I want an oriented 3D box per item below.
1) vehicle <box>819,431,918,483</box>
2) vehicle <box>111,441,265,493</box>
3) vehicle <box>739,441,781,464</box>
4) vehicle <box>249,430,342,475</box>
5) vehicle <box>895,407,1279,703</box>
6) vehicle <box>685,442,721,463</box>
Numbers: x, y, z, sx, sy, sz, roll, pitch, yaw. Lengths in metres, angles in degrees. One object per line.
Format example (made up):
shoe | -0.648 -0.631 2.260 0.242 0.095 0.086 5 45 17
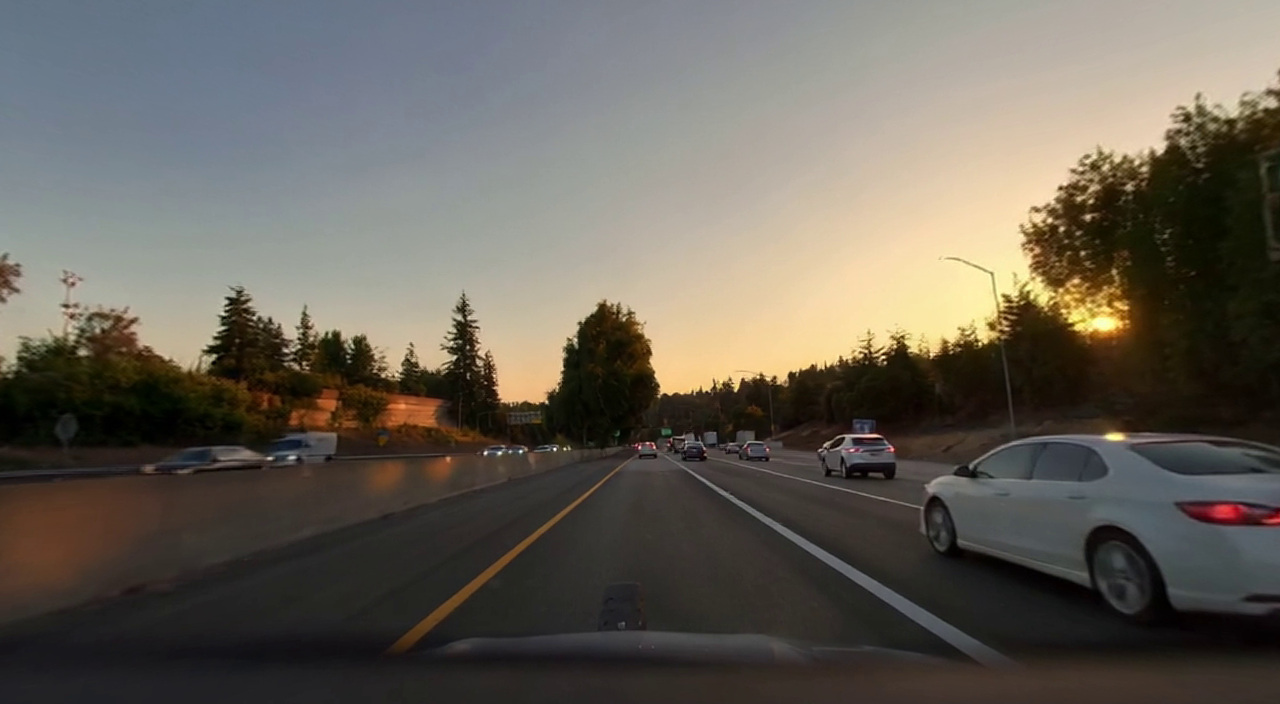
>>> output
vehicle | 8.213 3.814 23.106 1.986 1.703 4.226 0 -8 -1
vehicle | -17.166 4.365 24.359 2.209 1.774 4.989 0 -8 0
vehicle | 8.088 6.821 42.936 1.919 1.476 4.303 0 -8 -1
vehicle | -21.330 6.246 39.466 2.442 2.577 5.925 0 -8 0
vehicle | 4.203 1.309 5.040 2.223 1.483 5.075 0 -8 0
vehicle | 4.502 7.263 45.711 2.118 1.438 4.312 0 -8 -1
